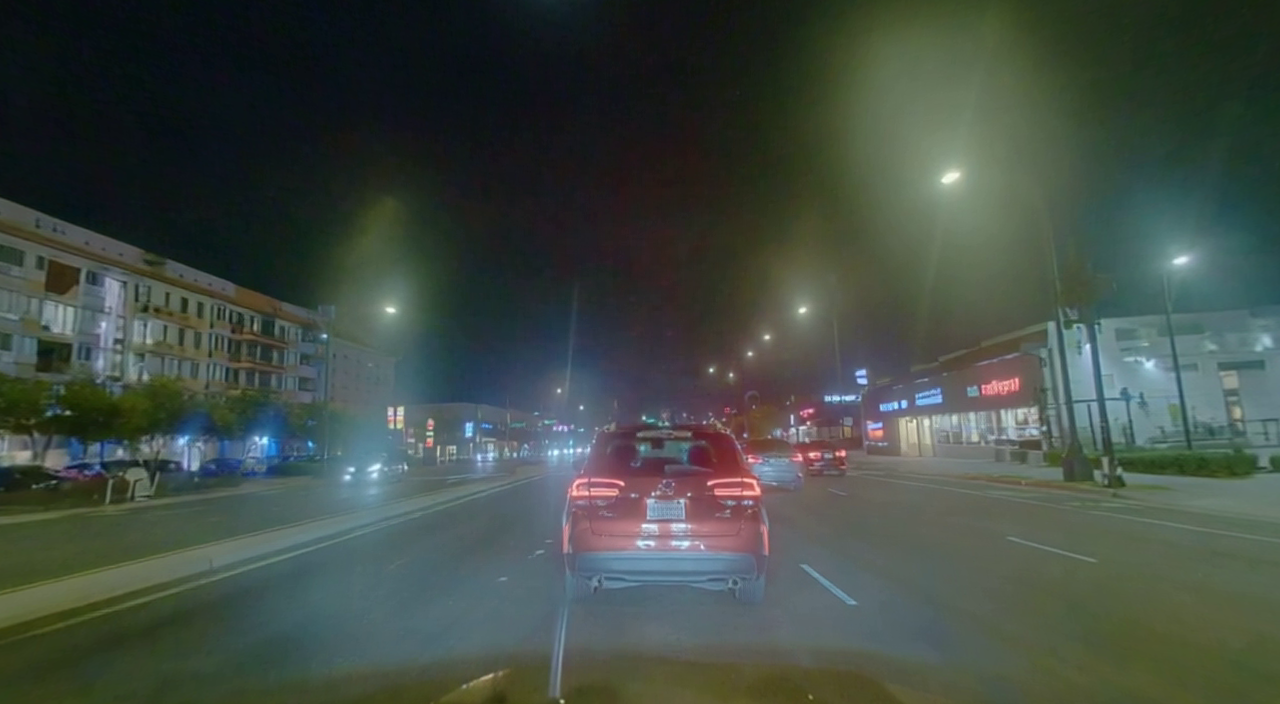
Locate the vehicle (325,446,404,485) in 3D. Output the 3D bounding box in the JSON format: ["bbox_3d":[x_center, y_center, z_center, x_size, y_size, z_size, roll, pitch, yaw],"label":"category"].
[{"bbox_3d":[-13.062,5.376,30.222,1.965,1.695,4.284,0,-8,-2],"label":"vehicle"}]

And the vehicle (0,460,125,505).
[{"bbox_3d":[-23.983,5.201,25.291,4.608,1.659,1.981,2,-9,-16],"label":"vehicle"}]

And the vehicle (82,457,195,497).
[{"bbox_3d":[-25.865,6.412,32.803,2.026,1.808,4.835,0,-8,-2],"label":"vehicle"}]

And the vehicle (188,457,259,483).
[{"bbox_3d":[-27.888,7.884,42.377,1.861,1.578,4.152,0,-8,1],"label":"vehicle"}]

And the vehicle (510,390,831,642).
[{"bbox_3d":[0.205,1.380,6.220,2.125,1.669,3.880,0,-8,0],"label":"vehicle"}]
